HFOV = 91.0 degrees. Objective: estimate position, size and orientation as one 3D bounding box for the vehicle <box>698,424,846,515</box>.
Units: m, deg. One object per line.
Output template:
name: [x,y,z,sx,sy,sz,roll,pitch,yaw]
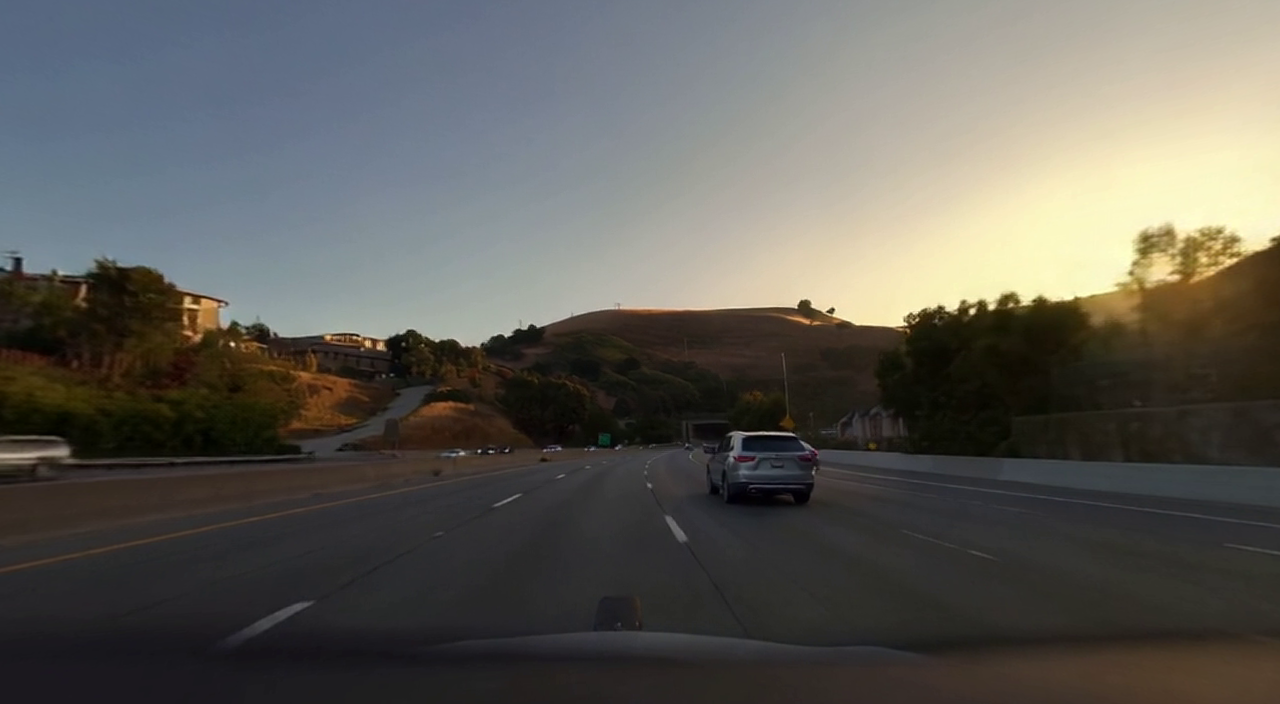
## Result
vehicle: [2.832,2.673,14.799,2.318,1.766,4.587,0,-9,-2]
